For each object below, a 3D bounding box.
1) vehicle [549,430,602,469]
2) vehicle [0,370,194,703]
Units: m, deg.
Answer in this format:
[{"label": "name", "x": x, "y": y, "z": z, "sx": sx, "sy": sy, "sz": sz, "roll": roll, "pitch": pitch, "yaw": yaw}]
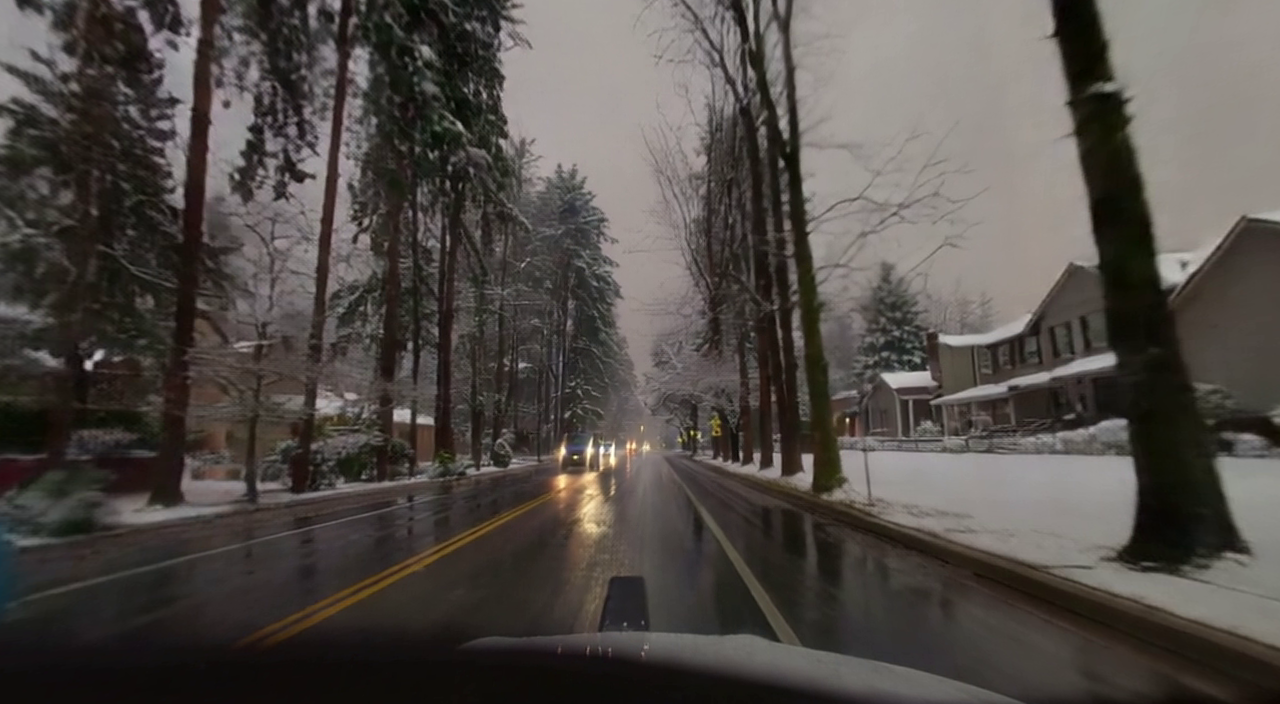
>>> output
[{"label": "vehicle", "x": -3.702, "y": 5.760, "z": 37.331, "sx": 2.417, "sy": 2.088, "sz": 5.780, "roll": 0, "pitch": -8, "yaw": 1}, {"label": "vehicle", "x": -4.302, "y": 0.838, "z": 2.171, "sx": 2.041, "sy": 1.780, "sz": 4.618, "roll": 0, "pitch": -8, "yaw": 1}]
